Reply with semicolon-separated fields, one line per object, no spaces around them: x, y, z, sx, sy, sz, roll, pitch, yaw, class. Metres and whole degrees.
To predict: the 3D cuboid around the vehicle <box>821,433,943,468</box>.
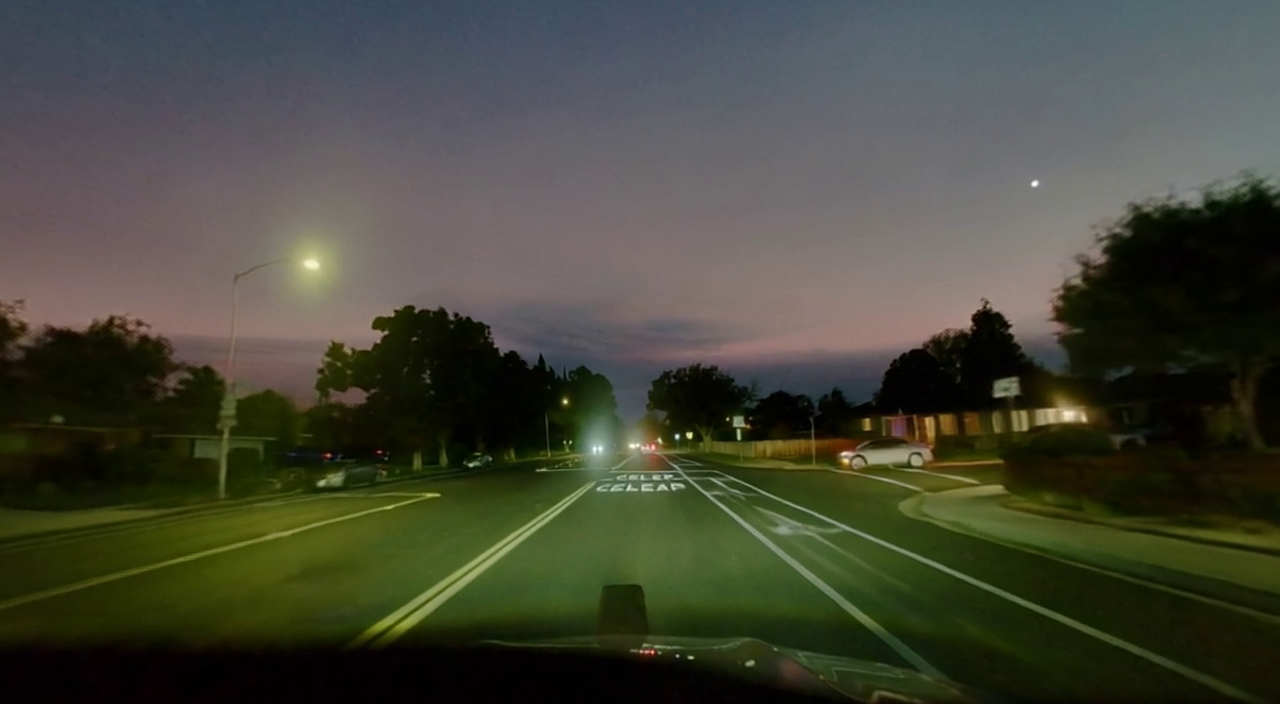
10.923;4.505;28.873;4.818;1.525;2.163;-2;-8;9;vehicle

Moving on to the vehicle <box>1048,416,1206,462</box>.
20.842;3.778;27.199;4.754;1.844;2.272;-1;-8;5;vehicle

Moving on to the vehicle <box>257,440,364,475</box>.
-19.652;6.285;37.804;4.969;1.995;2.462;0;-8;0;vehicle

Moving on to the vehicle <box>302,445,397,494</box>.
-12.501;5.036;27.435;1.965;1.653;4.488;-3;-6;1;vehicle
